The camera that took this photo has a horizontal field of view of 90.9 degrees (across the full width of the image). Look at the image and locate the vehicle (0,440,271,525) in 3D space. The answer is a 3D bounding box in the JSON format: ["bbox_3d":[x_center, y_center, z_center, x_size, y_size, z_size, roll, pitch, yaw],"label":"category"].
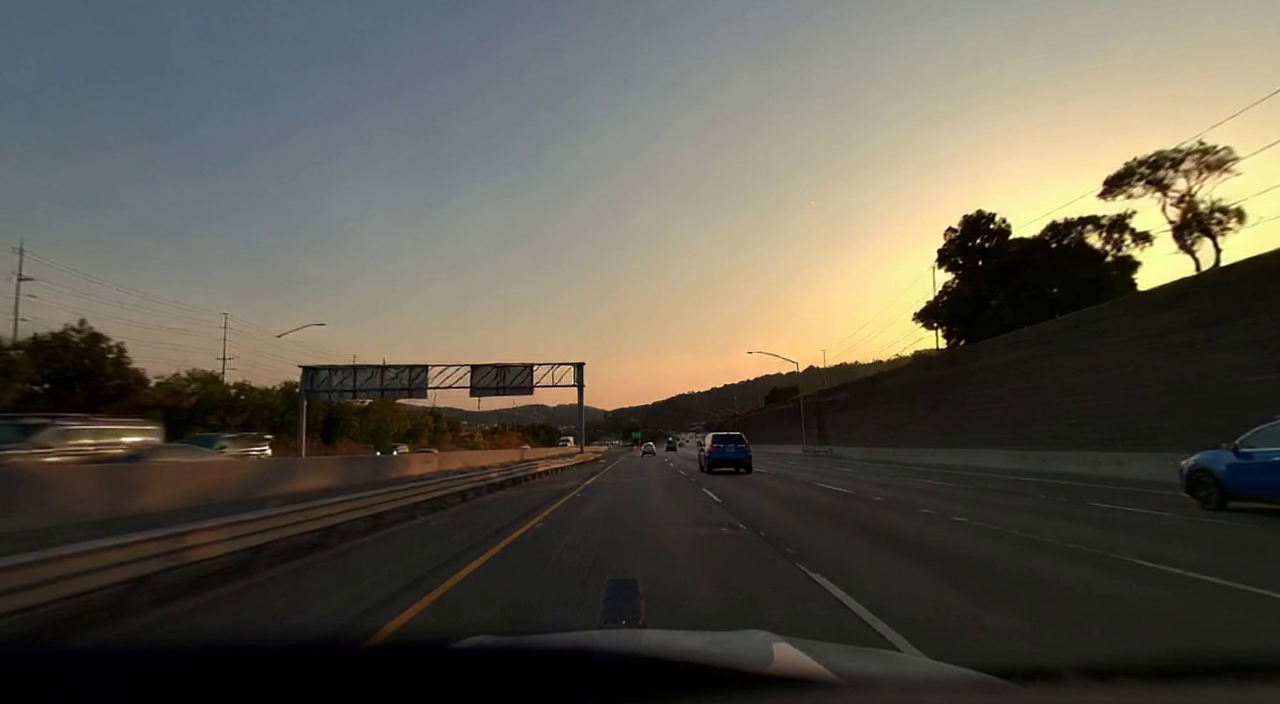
[{"bbox_3d":[-19.456,4.409,22.908,2.936,2.335,15.693,-1,-8,-1],"label":"vehicle"}]

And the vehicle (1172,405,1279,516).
[{"bbox_3d":[10.865,1.589,9.242,2.056,1.689,4.625,-1,-8,0],"label":"vehicle"}]

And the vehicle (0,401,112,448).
[{"bbox_3d":[-19.477,2.317,19.671,1.964,1.330,4.740,-1,-8,-1],"label":"vehicle"}]

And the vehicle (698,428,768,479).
[{"bbox_3d":[3.655,4.068,25.550,2.120,1.832,4.287,-1,-8,-1],"label":"vehicle"}]
